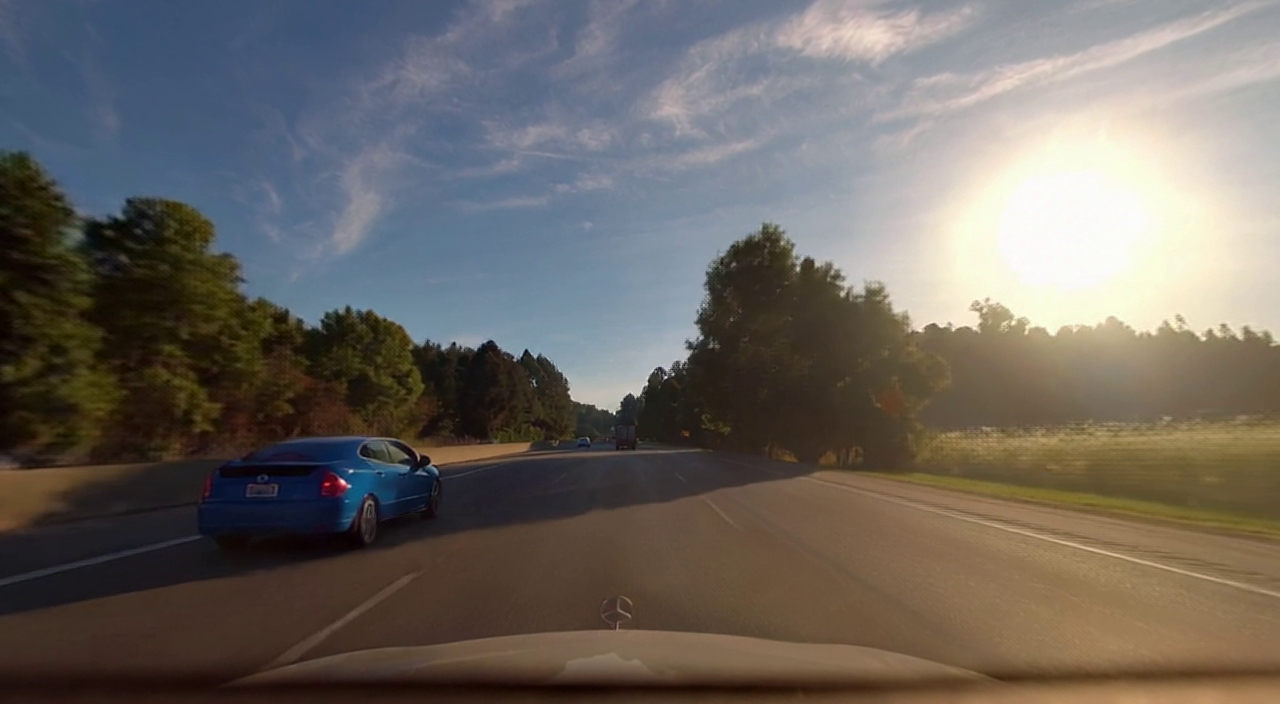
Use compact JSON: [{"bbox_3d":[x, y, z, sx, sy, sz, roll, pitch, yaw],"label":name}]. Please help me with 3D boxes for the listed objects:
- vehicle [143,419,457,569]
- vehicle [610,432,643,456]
[{"bbox_3d":[-4.012,1.702,8.422,1.931,1.483,4.105,0,-8,-1],"label":"vehicle"},{"bbox_3d":[-0.923,6.502,44.539,2.162,1.616,4.242,0,-8,0],"label":"vehicle"}]
